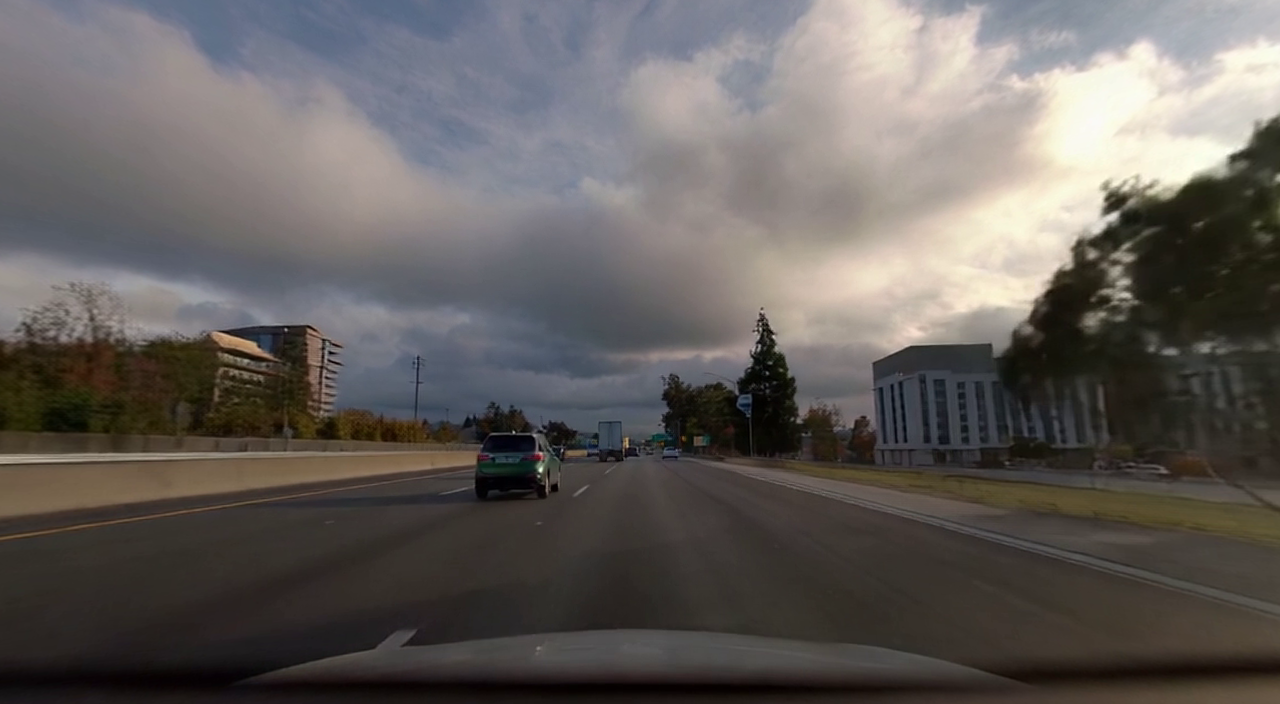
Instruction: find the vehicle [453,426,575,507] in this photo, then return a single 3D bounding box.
[{"bbox_3d":[-3.005,2.858,16.099,2.111,1.742,4.315,0,-9,1],"label":"vehicle"}]
